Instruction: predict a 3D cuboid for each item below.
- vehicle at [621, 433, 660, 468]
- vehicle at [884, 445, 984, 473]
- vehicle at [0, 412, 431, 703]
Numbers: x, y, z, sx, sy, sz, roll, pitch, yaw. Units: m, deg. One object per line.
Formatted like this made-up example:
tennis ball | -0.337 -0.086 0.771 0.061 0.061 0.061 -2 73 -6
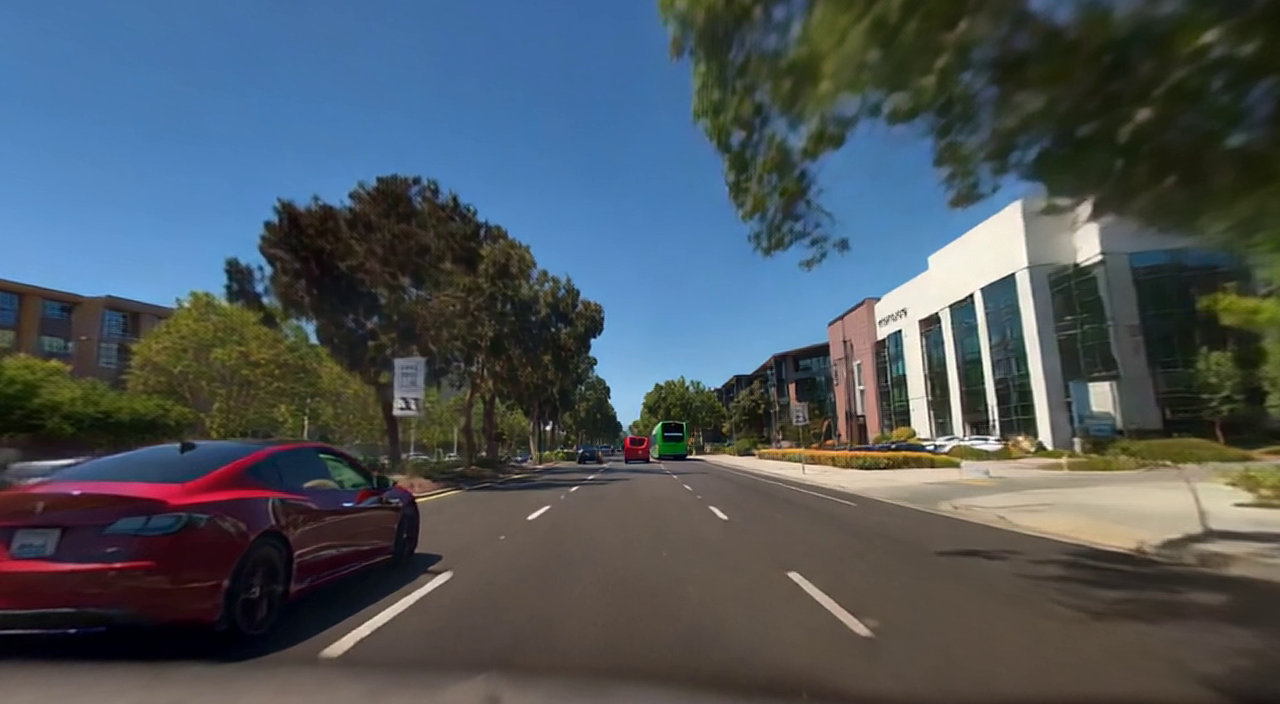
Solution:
vehicle | 0.015 6.397 41.187 2.336 2.122 5.207 0 -9 0
vehicle | 16.557 6.021 35.731 4.682 1.507 1.878 0 -9 0
vehicle | -3.606 1.377 5.309 2.120 1.481 4.535 0 -9 0
